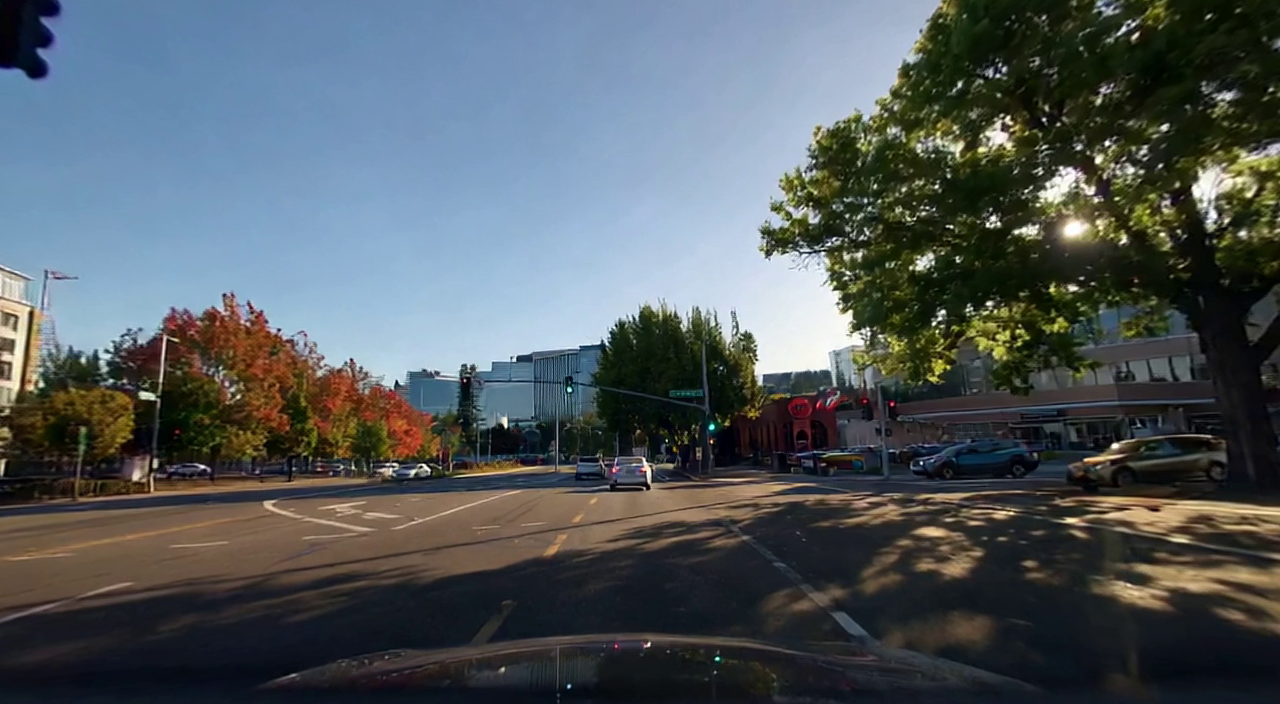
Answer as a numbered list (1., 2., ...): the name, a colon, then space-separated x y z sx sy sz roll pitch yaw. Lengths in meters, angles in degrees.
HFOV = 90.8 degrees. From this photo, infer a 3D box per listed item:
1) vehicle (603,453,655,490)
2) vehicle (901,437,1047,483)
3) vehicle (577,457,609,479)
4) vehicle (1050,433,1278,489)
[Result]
1. vehicle: -0.436 5.237 27.982 2.115 1.461 3.976 0 -8 1
2. vehicle: 14.410 4.665 27.498 5.174 1.878 2.000 0 -9 -1
3. vehicle: -3.461 8.573 46.888 1.967 1.504 4.101 0 -9 1
4. vehicle: 14.769 3.079 18.033 4.801 1.473 1.922 0 -9 -1
